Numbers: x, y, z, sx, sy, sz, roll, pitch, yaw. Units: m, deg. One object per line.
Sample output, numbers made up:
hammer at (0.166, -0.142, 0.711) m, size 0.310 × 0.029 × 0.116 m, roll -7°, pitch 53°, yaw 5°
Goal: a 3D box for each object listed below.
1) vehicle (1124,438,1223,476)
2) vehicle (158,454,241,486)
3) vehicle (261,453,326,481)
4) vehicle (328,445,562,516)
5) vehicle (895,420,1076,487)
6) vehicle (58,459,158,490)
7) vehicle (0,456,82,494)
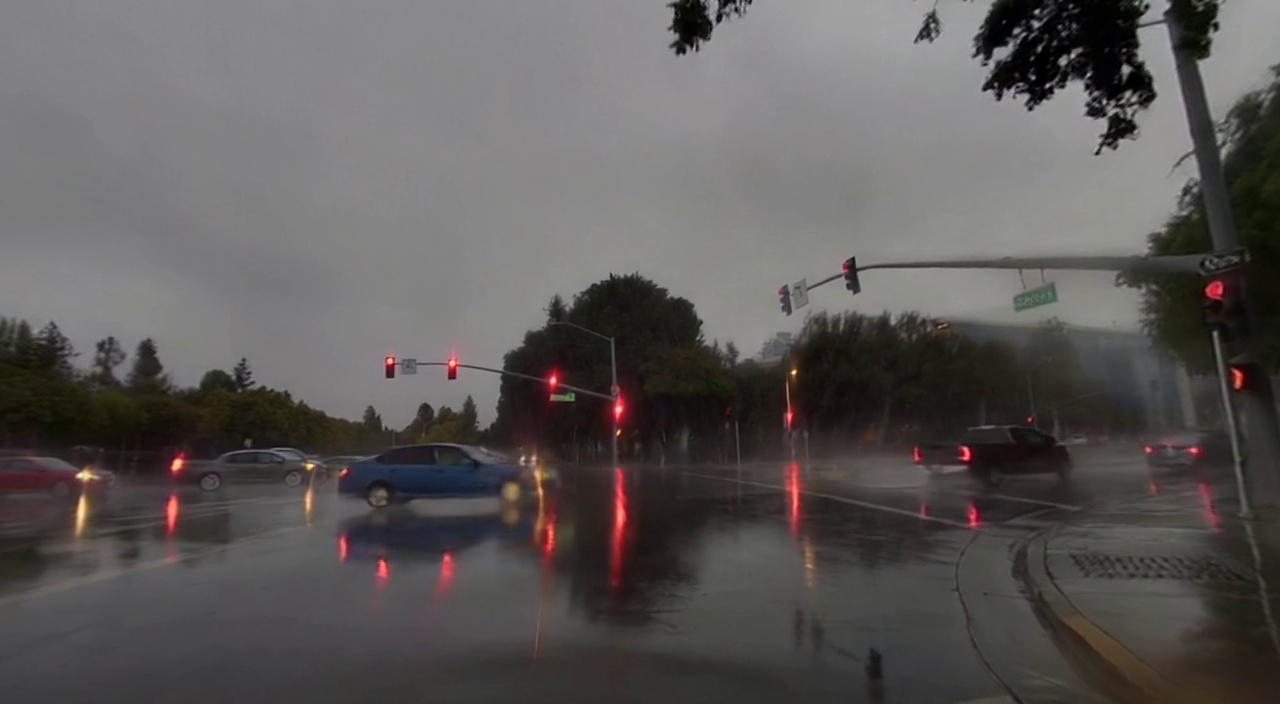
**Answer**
vehicle at (22.487, 4.382, 26.556) m, size 4.728 × 1.471 × 1.957 m, roll 6°, pitch -11°, yaw -36°
vehicle at (-25.122, 6.699, 36.269) m, size 2.081 × 1.670 × 4.376 m, roll 1°, pitch -9°, yaw -8°
vehicle at (-21.790, 7.227, 39.974) m, size 2.020 × 1.615 × 4.656 m, roll 1°, pitch -9°, yaw -8°
vehicle at (-4.361, 2.895, 14.589) m, size 4.702 × 1.468 × 1.999 m, roll -1°, pitch -9°, yaw 8°
vehicle at (11.415, 3.297, 20.758) m, size 5.896 × 1.937 × 2.358 m, roll 5°, pitch -10°, yaw -30°
vehicle at (-28.547, 6.547, 34.116) m, size 1.965 × 1.448 × 4.553 m, roll 1°, pitch -9°, yaw -9°
vehicle at (-31.334, 6.170, 32.072) m, size 2.142 × 1.723 × 4.692 m, roll 1°, pitch -9°, yaw -9°
